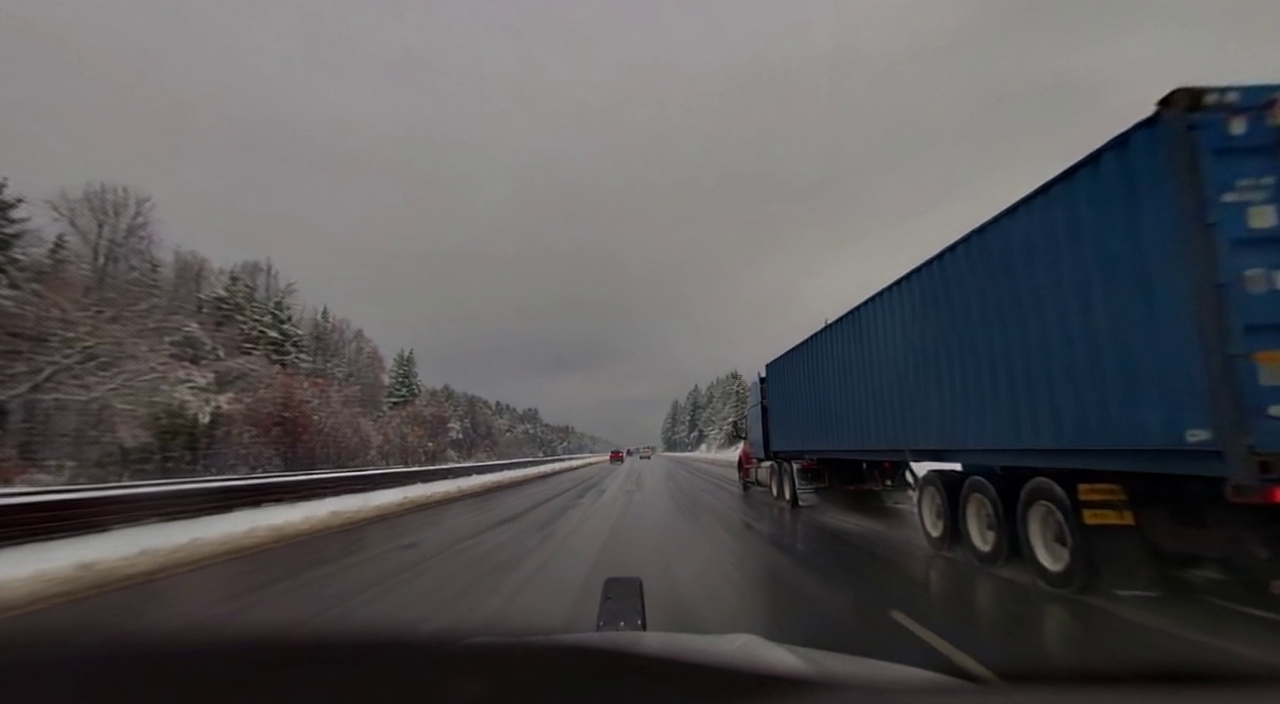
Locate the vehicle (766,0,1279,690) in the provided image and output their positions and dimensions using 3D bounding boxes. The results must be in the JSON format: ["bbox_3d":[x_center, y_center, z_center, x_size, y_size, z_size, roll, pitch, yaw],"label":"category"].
[{"bbox_3d":[4.716,0.720,9.526,2.821,4.046,12.876,0,-9,-1],"label":"vehicle"}]
